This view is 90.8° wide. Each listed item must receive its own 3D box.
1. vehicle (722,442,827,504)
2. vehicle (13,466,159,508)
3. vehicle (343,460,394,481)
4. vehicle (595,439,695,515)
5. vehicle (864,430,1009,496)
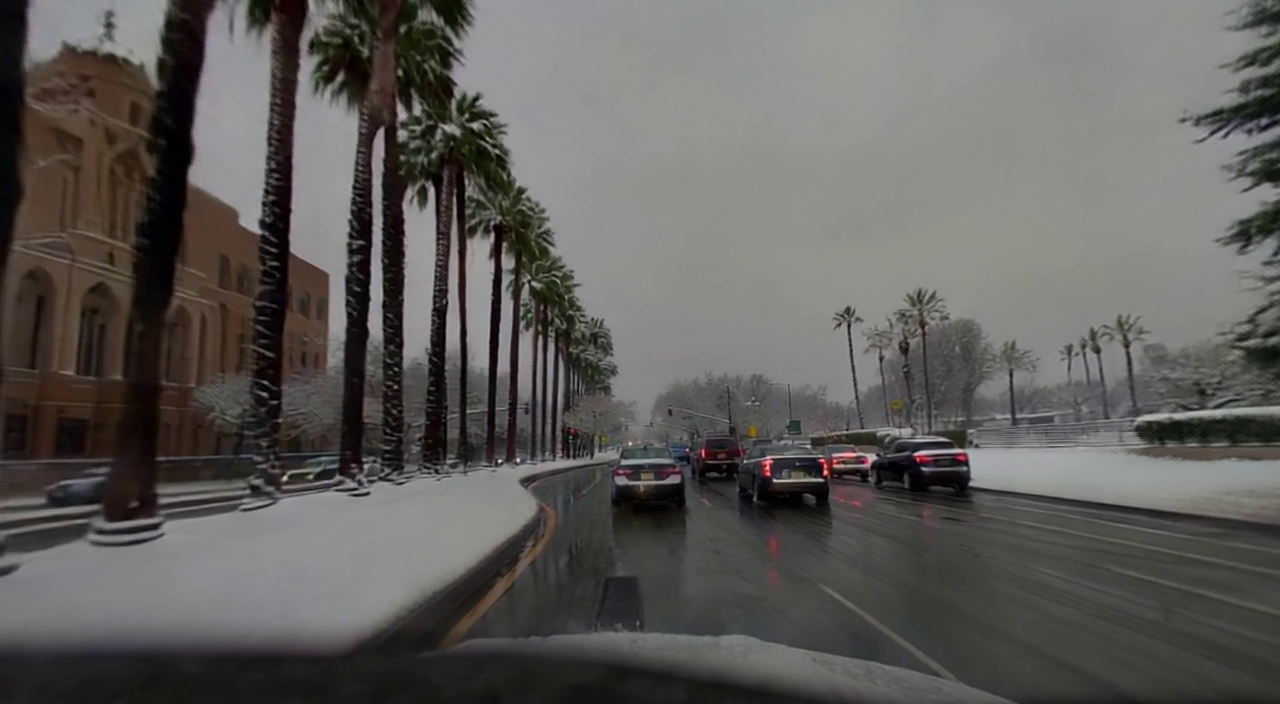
[{"bbox_3d":[3.496,3.209,17.253,1.833,1.465,4.258,0,-9,-1],"label":"vehicle"},{"bbox_3d":[-23.917,5.808,27.577,1.957,1.493,4.900,0,-9,0],"label":"vehicle"},{"bbox_3d":[-20.960,9.121,48.937,1.856,1.429,4.672,0,-9,0],"label":"vehicle"},{"bbox_3d":[0.059,2.832,14.792,2.050,1.521,3.747,0,-9,-1],"label":"vehicle"},{"bbox_3d":[8.620,3.265,18.955,1.994,1.715,4.777,0,-9,0],"label":"vehicle"}]
